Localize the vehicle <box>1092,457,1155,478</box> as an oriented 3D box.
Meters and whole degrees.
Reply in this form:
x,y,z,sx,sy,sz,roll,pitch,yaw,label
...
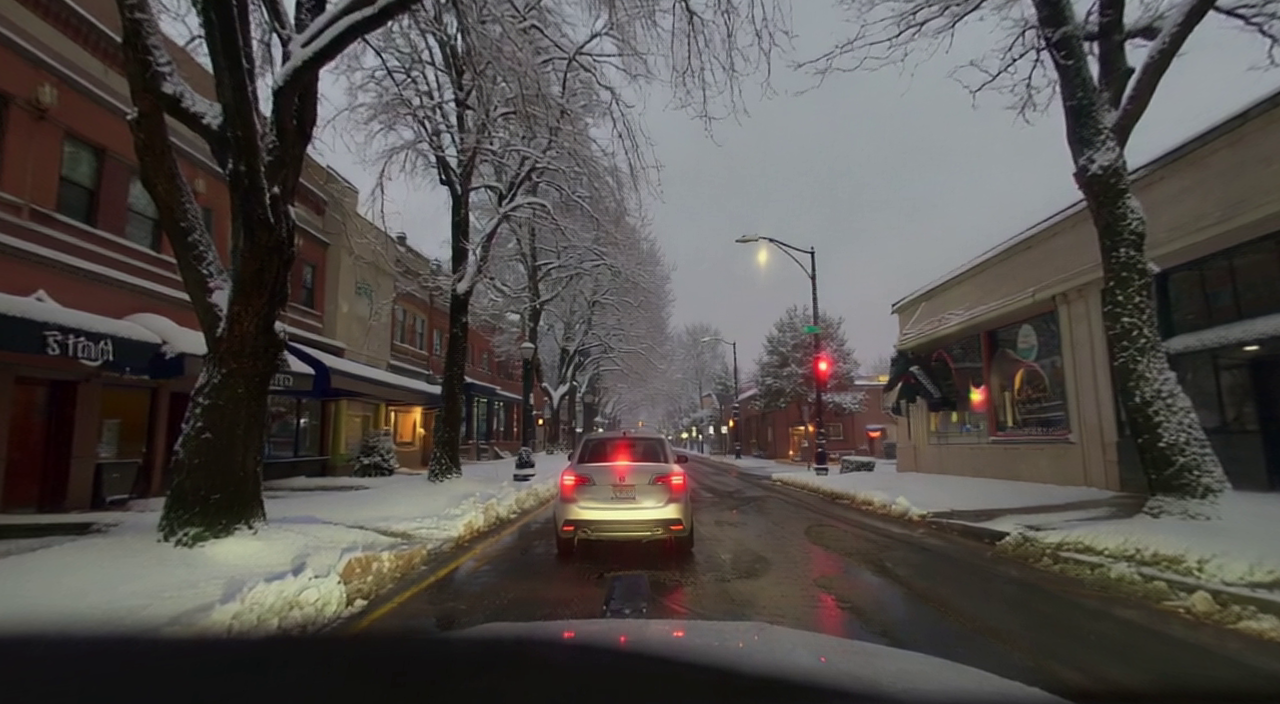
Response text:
x,y,z,sx,sy,sz,roll,pitch,yaw,label
36.732,8.776,47.914,3.445,1.363,1.608,2,-8,-1,vehicle

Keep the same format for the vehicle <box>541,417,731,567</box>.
x,y,z,sx,sy,sz,roll,pitch,yaw,label
-0.087,1.824,8.925,2.079,1.621,3.861,0,-8,-1,vehicle

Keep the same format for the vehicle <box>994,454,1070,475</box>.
x,y,z,sx,sy,sz,roll,pitch,yaw,label
29.755,8.530,47.913,4.668,1.441,1.904,1,-9,-6,vehicle
